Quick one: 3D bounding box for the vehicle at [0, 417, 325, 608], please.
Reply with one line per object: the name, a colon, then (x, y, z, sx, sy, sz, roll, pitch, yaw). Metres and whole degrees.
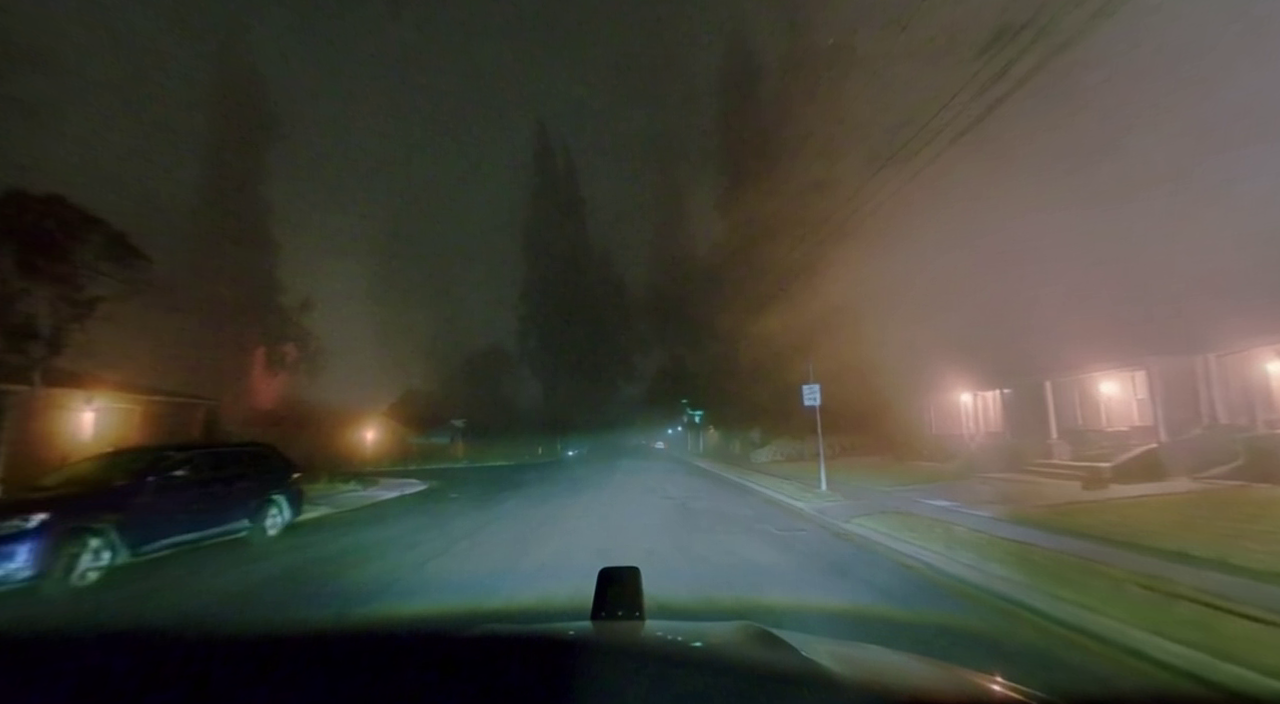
vehicle: (-6.519, 1.860, 8.440, 2.078, 1.745, 5.119, 0, -8, -2)
